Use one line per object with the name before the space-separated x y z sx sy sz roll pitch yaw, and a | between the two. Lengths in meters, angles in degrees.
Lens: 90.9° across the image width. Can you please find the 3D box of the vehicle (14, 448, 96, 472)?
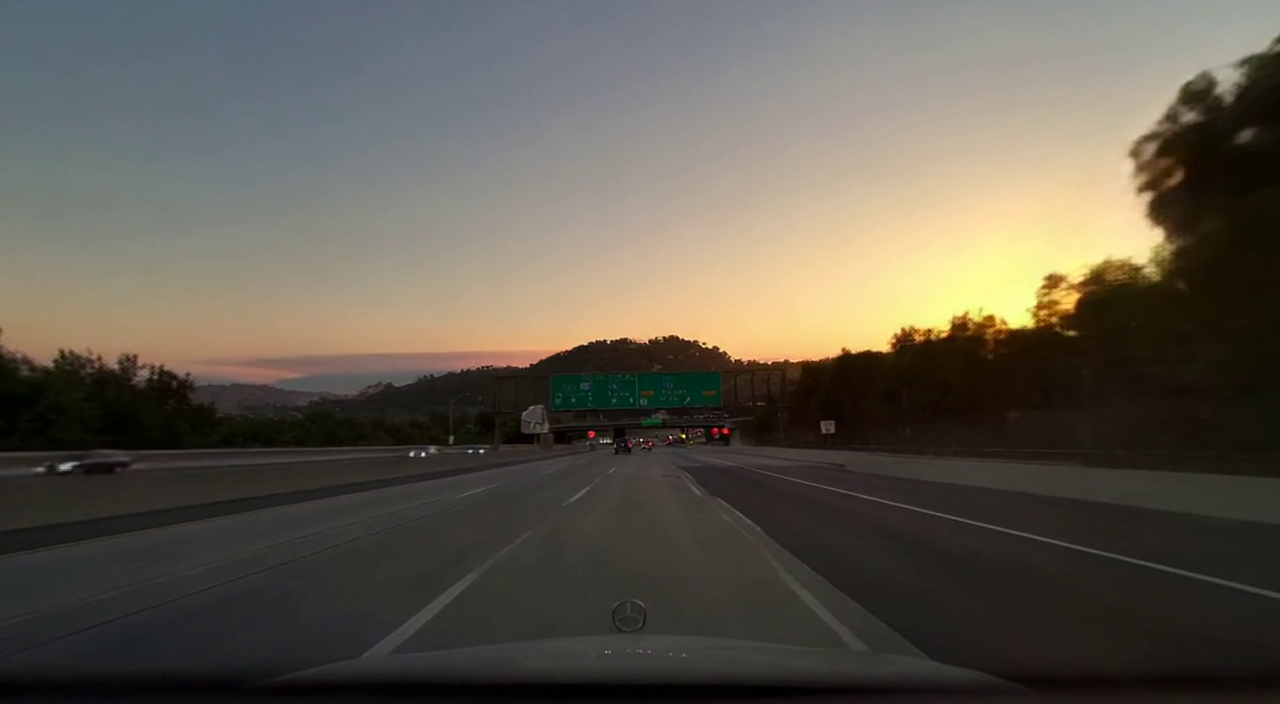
vehicle | -37.834 6.953 40.886 1.787 1.431 3.696 0 -8 -2
